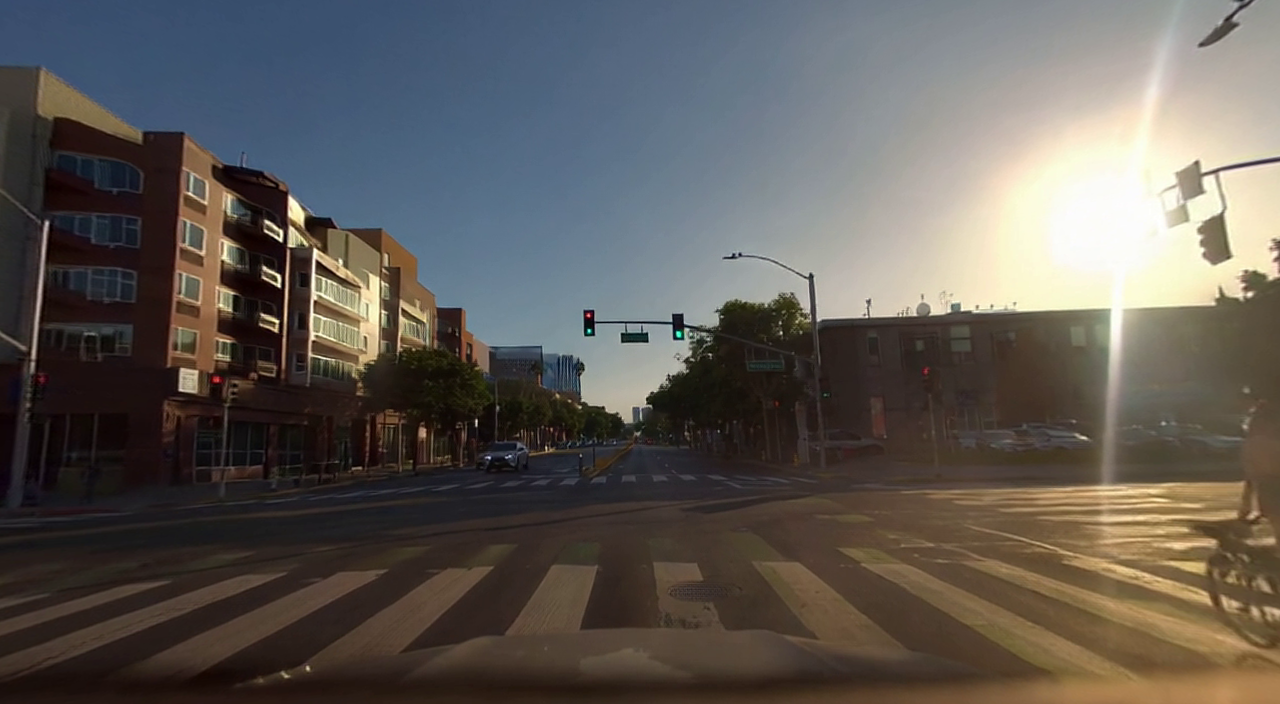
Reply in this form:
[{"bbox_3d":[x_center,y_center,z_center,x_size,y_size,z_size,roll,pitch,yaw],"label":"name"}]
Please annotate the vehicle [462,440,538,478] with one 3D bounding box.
[{"bbox_3d":[-5.849,4.509,26.934,2.127,1.473,4.428,0,-8,1],"label":"vehicle"}]
